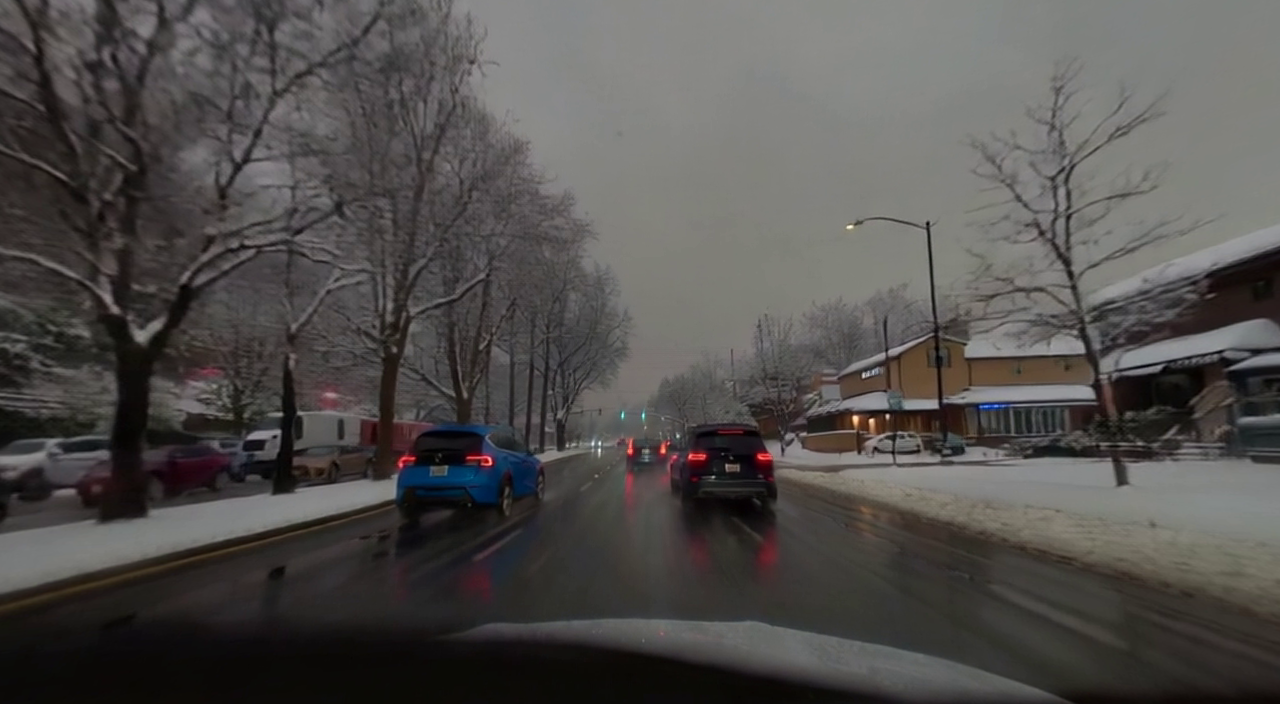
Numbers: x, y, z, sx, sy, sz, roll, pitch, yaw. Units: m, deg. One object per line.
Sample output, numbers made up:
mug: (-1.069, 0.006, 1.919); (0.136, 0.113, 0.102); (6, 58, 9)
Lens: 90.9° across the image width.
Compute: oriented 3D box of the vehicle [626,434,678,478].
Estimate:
vehicle: (0.432, 4.117, 25.100); (1.922, 1.579, 3.642); (0, -9, 0)

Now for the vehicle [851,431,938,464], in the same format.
vehicle: (15.941, 5.967, 39.756); (2.032, 1.877, 4.876); (2, -7, -25)

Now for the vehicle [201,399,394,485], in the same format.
vehicle: (-15.058, 4.162, 29.074); (2.901, 3.276, 9.720); (-1, -9, 4)

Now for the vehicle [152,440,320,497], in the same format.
vehicle: (-11.913, 3.437, 19.045); (1.923, 1.490, 4.501); (0, -9, 2)

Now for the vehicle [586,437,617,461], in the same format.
vehicle: (-2.911, 7.474, 48.616); (2.014, 1.755, 4.360); (0, -9, 1)

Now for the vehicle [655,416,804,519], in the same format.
vehicle: (1.600, 2.323, 13.095); (2.280, 1.747, 4.361); (0, -9, -2)

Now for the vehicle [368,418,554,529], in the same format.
vehicle: (-3.083, 2.228, 12.104); (2.043, 1.687, 4.676); (0, -9, 2)
